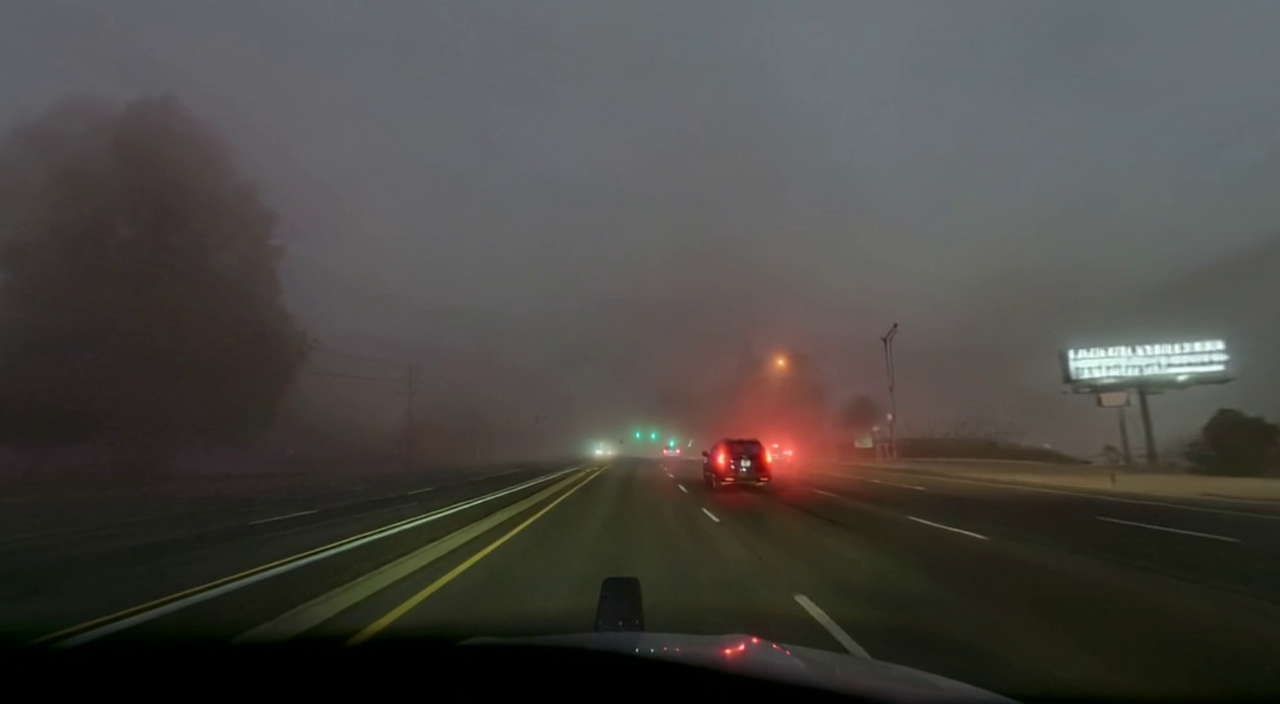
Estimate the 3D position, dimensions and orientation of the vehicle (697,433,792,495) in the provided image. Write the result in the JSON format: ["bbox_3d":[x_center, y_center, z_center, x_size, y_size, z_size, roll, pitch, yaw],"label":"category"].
[{"bbox_3d":[3.028,3.351,19.264,2.078,1.668,4.078,0,-8,-2],"label":"vehicle"}]
